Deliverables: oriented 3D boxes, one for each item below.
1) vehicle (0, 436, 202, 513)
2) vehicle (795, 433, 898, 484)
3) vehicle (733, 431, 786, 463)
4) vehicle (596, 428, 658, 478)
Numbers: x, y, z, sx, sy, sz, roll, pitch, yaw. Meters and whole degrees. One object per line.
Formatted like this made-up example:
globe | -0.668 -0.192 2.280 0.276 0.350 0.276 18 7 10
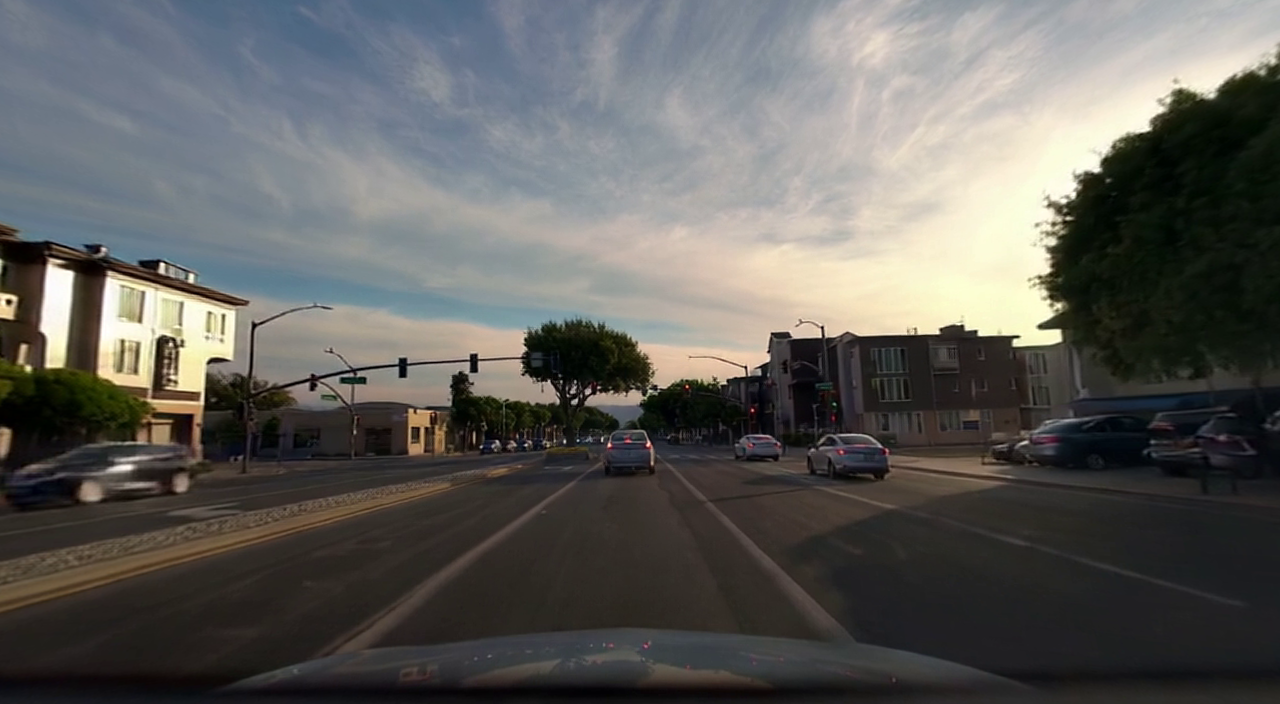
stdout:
vehicle | -14.024 3.083 16.422 1.858 1.686 4.330 -1 -9 5
vehicle | 6.346 3.325 19.950 1.768 1.417 4.213 0 -9 -1
vehicle | 6.343 5.128 33.994 1.963 1.611 4.359 0 -9 -1
vehicle | -0.424 3.583 22.513 2.032 1.593 3.896 0 -9 0
